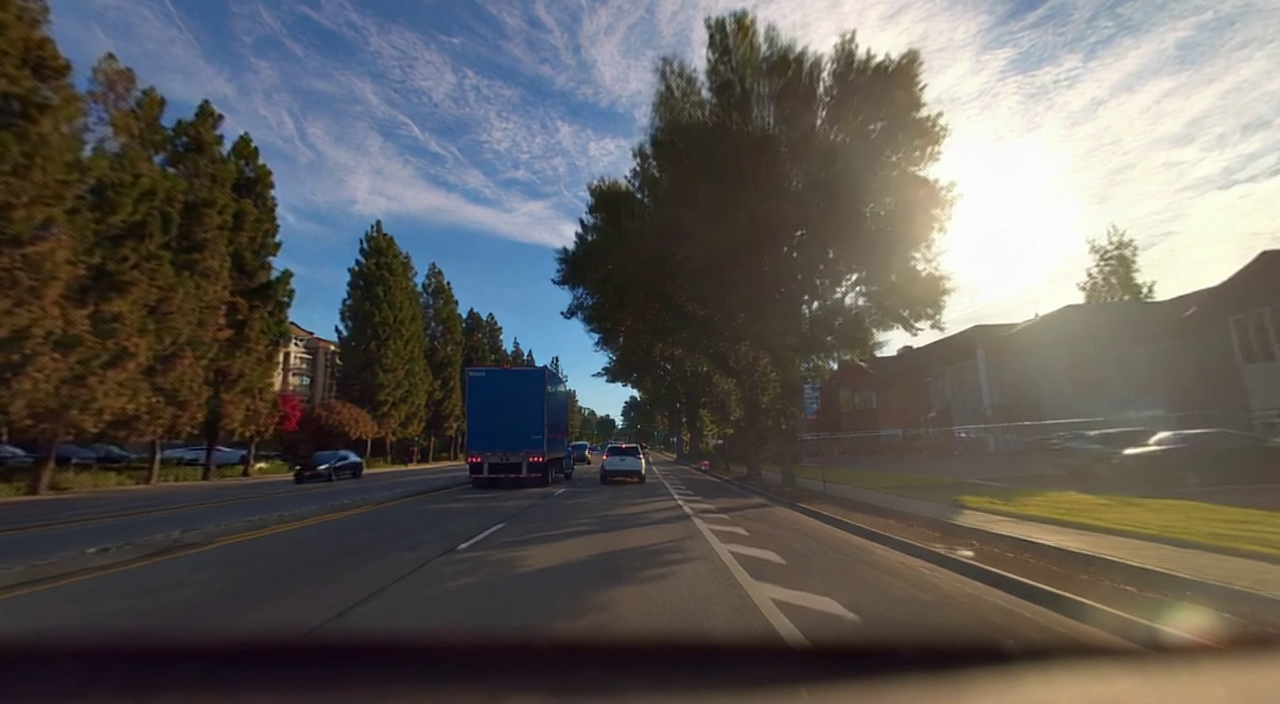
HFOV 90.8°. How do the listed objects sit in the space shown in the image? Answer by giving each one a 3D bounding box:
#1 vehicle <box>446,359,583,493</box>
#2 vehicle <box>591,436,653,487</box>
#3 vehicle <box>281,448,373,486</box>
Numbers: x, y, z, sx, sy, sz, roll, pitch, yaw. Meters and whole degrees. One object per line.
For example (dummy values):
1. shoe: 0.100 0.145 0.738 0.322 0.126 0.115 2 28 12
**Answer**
1. vehicle: -4.109 2.917 23.630 2.996 3.902 10.410 0 -9 0
2. vehicle: -0.621 3.993 23.340 2.094 1.682 3.866 0 -9 0
3. vehicle: -14.372 5.302 29.349 1.993 1.568 4.645 0 -9 -2
